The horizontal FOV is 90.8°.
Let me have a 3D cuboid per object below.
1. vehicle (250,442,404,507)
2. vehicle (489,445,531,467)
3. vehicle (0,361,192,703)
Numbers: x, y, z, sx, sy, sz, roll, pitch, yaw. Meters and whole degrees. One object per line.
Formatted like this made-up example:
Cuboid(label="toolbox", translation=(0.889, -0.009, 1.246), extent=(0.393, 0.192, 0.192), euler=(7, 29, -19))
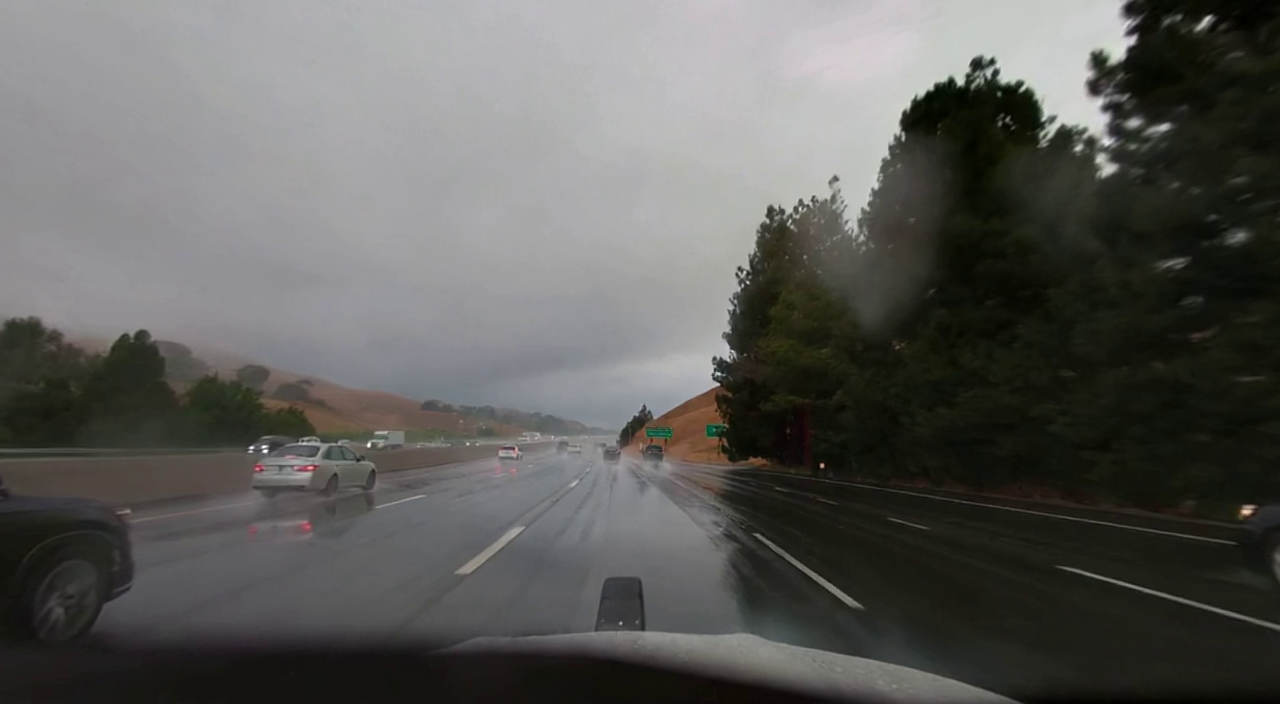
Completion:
Cuboid(label="vehicle", translation=(-8.162, 3.199, 17.036), extent=(1.975, 1.520, 4.390), euler=(0, -8, -1))
Cuboid(label="vehicle", translation=(-8.867, 7.092, 43.353), extent=(2.020, 1.447, 4.322), euler=(0, -8, -1))
Cuboid(label="vehicle", translation=(-4.049, 0.728, 1.767), extent=(2.166, 1.700, 4.661), euler=(0, -8, 0))
